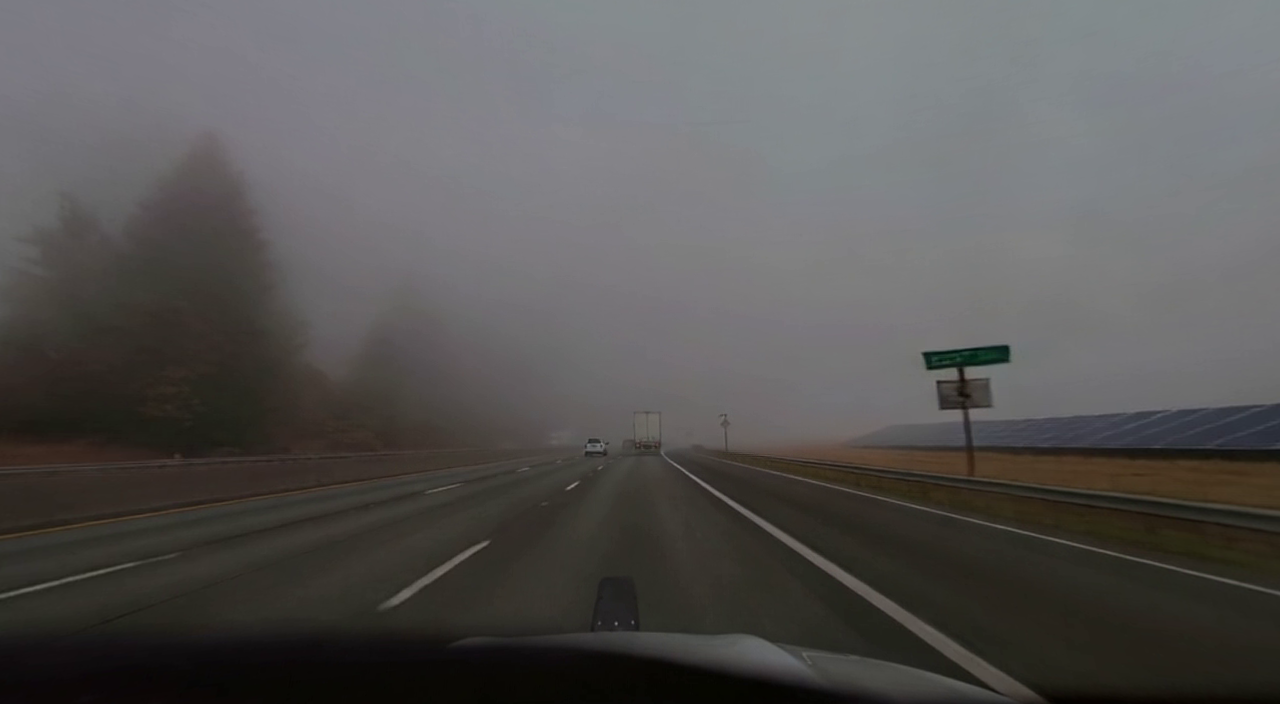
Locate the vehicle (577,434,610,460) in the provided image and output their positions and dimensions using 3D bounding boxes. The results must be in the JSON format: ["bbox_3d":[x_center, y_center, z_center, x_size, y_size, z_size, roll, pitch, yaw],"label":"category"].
[{"bbox_3d":[-3.627,7.526,49.979,2.130,1.935,4.817,-1,-8,1],"label":"vehicle"}]
